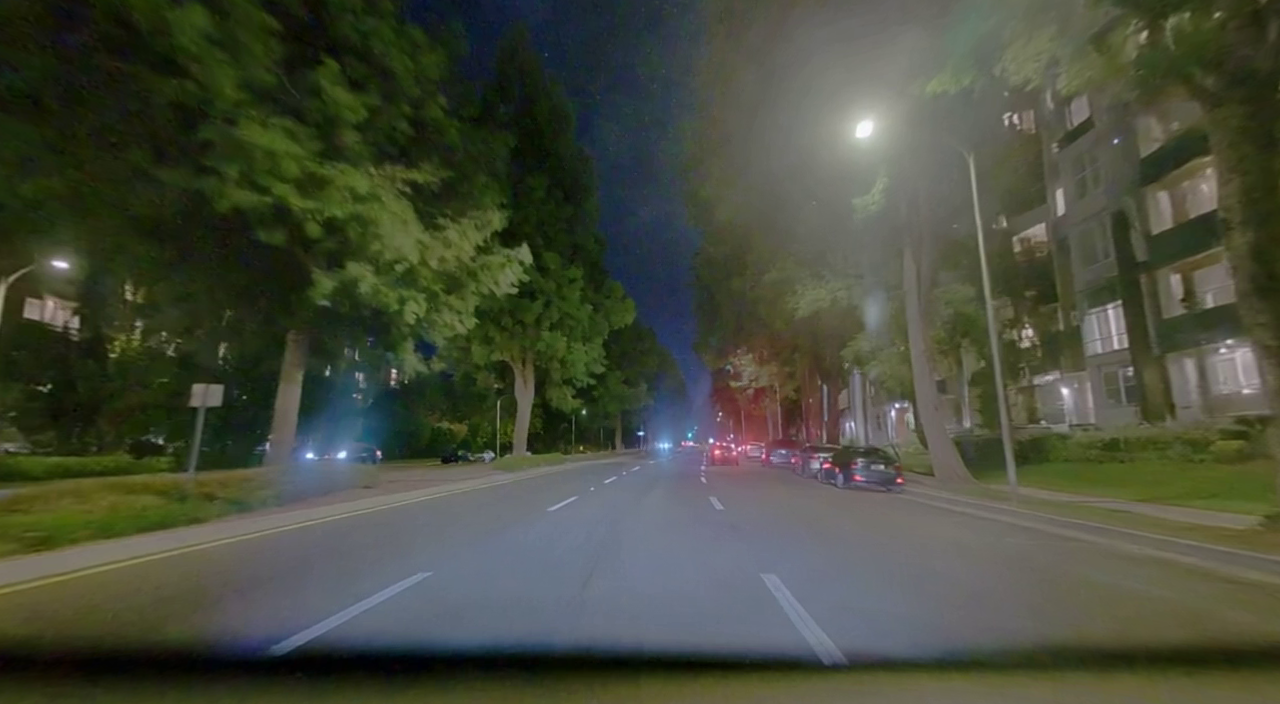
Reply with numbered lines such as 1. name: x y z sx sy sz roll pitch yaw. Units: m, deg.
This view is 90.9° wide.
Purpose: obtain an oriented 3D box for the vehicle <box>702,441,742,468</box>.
1. vehicle: 4.960 6.274 38.803 2.128 1.502 4.572 0 -8 4

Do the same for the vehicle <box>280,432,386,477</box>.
1. vehicle: -14.486 4.872 30.190 2.049 1.933 5.586 0 -8 2

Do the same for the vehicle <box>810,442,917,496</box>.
1. vehicle: 7.147 3.753 20.783 1.959 1.538 4.953 0 -8 3

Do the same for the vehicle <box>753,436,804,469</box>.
1. vehicle: 8.727 6.371 40.190 2.213 1.949 5.907 0 -8 3
